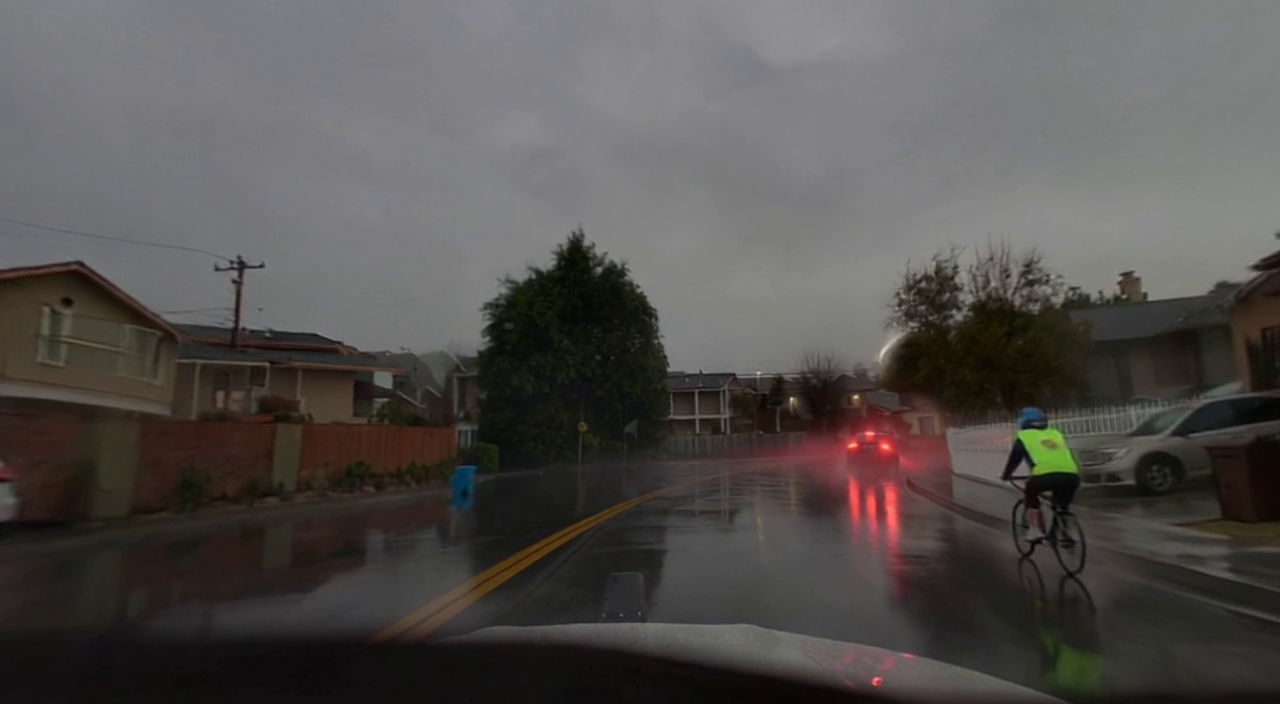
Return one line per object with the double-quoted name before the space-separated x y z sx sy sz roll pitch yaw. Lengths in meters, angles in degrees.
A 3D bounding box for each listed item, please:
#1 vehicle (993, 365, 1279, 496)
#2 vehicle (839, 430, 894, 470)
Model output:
"vehicle" 10.773 1.462 12.311 6.099 1.973 2.450 -6 -9 7
"vehicle" 10.644 4.560 29.518 2.105 1.705 4.392 -4 -9 22
